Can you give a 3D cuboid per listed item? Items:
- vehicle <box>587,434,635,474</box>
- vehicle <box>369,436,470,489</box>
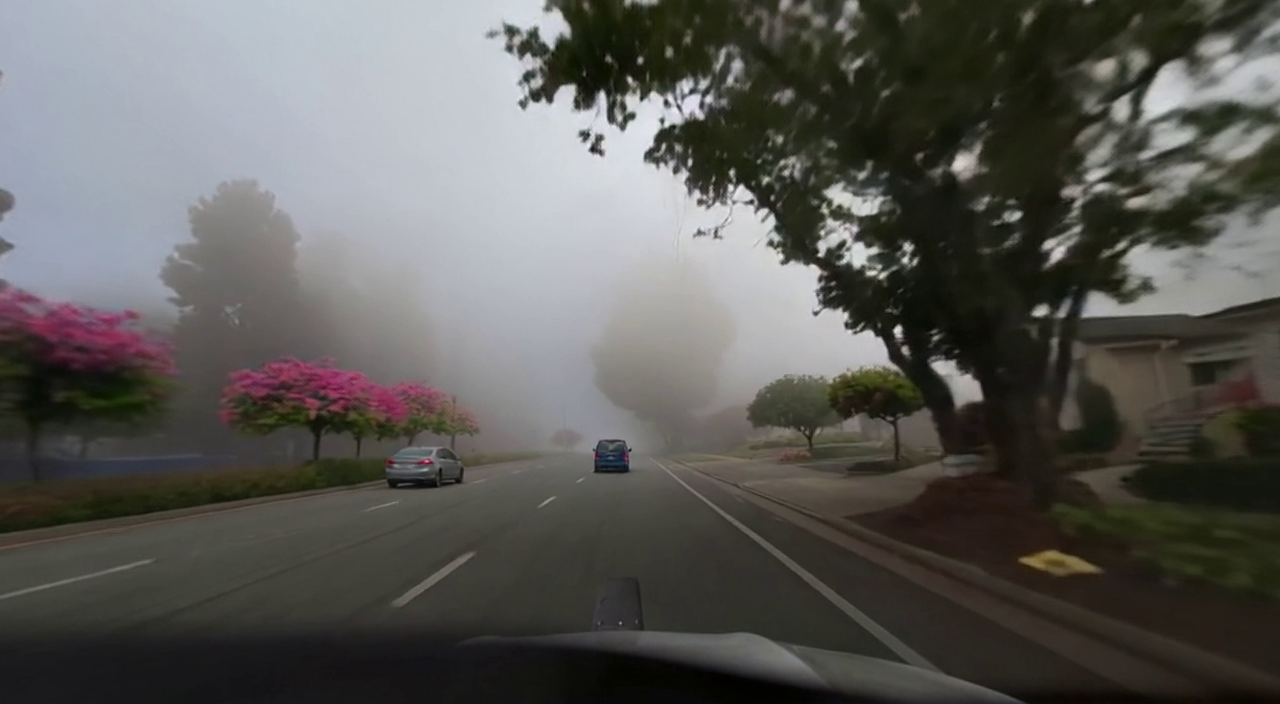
[{"bbox_3d":[-1.294,4.883,30.577,2.070,1.764,4.552,0,-8,0],"label":"vehicle"},{"bbox_3d":[-7.717,3.892,22.641,1.993,1.657,4.487,0,-8,0],"label":"vehicle"}]
